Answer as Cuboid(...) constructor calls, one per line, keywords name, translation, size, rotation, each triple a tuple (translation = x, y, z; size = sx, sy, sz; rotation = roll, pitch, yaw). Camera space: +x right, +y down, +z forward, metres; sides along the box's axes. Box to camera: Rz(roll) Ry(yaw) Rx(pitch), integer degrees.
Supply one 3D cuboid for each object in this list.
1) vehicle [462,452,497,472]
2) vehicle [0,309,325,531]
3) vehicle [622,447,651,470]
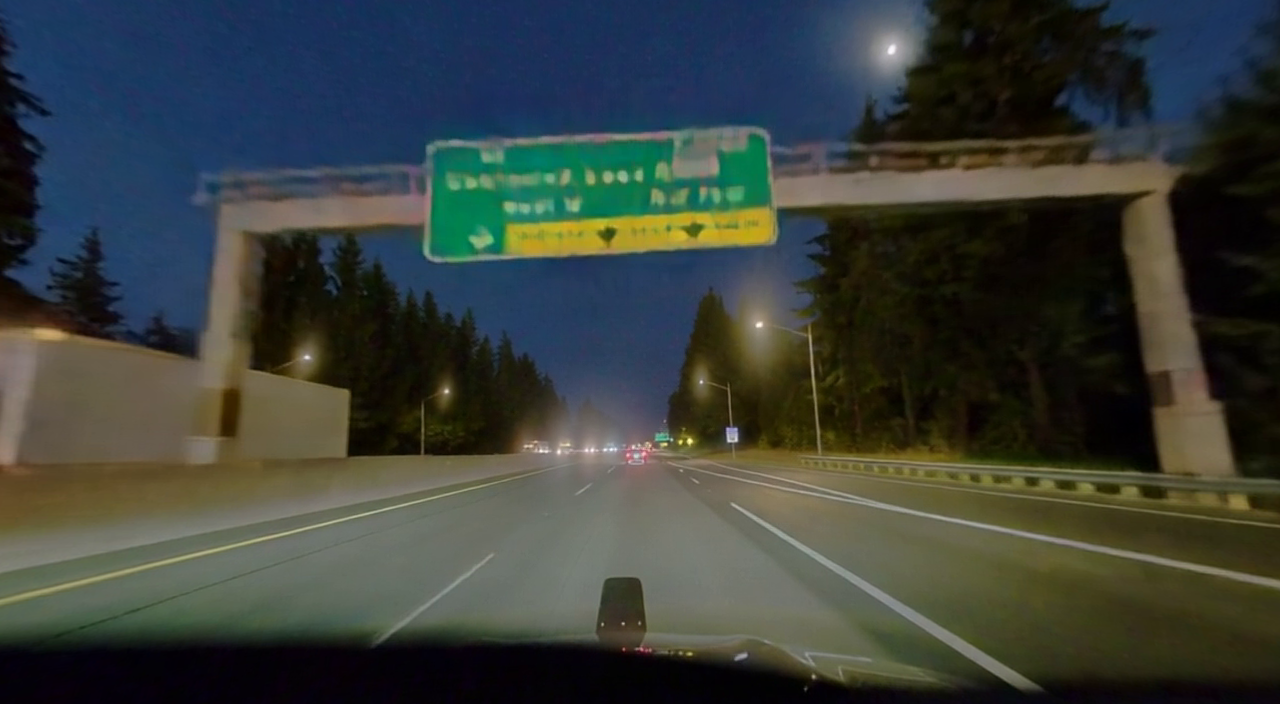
Cuboid(name="vehicle", translation=(-12.303, 8.461, 48.504), size=(1.764, 1.417, 3.582), rotation=(0, -9, 0))
Cuboid(name="vehicle", translation=(-12.714, 1.785, 14.899), size=(2.883, 3.879, 14.701), rotation=(0, -9, 0))
Cuboid(name="vehicle", translation=(-0.180, 7.121, 42.329), size=(1.860, 1.473, 3.689), rotation=(0, -9, 1))
